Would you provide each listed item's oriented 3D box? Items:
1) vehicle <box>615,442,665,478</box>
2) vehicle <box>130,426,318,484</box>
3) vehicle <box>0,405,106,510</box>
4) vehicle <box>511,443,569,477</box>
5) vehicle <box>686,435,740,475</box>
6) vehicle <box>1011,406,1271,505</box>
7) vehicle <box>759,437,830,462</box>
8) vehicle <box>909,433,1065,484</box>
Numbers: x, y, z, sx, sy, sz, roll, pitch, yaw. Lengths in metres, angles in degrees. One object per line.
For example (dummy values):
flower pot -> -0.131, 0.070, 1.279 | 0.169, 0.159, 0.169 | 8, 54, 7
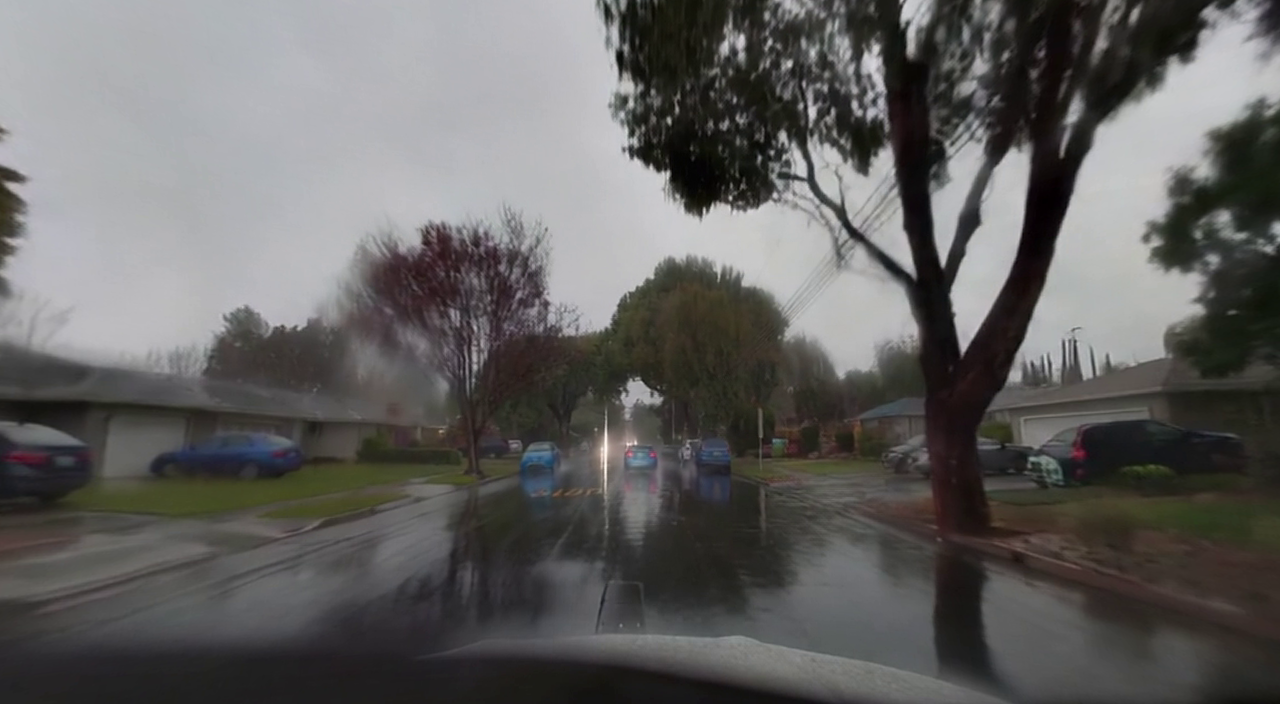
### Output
vehicle -> 0.013, 4.716, 27.810 | 2.000, 1.449, 4.006 | 0, -8, 0
vehicle -> -12.960, 3.215, 19.872 | 4.551, 1.700, 1.920 | 0, -8, 2
vehicle -> -12.862, 1.901, 11.454 | 4.510, 1.728, 1.997 | 0, -8, 1
vehicle -> -5.062, 5.520, 32.543 | 1.984, 1.498, 4.508 | -3, -8, 3
vehicle -> 3.854, 5.548, 34.320 | 2.221, 1.960, 4.927 | 0, -8, -2
vehicle -> 12.052, 2.474, 15.433 | 4.620, 1.735, 1.969 | -6, -7, -4
vehicle -> 11.417, 7.260, 46.999 | 4.730, 1.504, 1.894 | -4, -8, 1
vehicle -> 11.769, 3.609, 21.613 | 4.157, 1.520, 1.938 | -1, -8, -3
